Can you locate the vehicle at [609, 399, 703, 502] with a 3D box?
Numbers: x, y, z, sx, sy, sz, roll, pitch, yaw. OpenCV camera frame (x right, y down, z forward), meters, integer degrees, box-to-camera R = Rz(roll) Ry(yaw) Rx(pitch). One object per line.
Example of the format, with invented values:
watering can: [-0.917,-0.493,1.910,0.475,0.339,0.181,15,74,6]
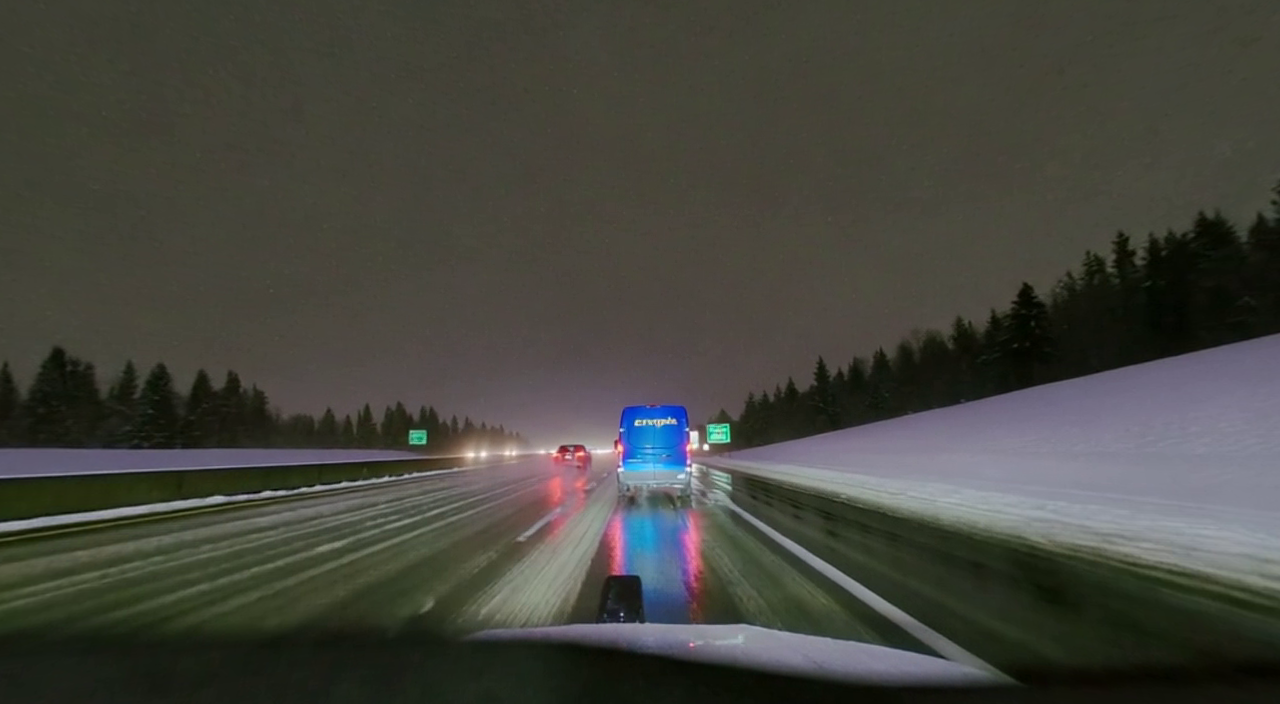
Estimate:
vehicle: [0.321,2.861,18.508,2.332,2.558,5.314,0,-9,-2]

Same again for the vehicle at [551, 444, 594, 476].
vehicle: [-3.330,5.406,31.766,1.788,1.500,3.475,0,-9,0]
